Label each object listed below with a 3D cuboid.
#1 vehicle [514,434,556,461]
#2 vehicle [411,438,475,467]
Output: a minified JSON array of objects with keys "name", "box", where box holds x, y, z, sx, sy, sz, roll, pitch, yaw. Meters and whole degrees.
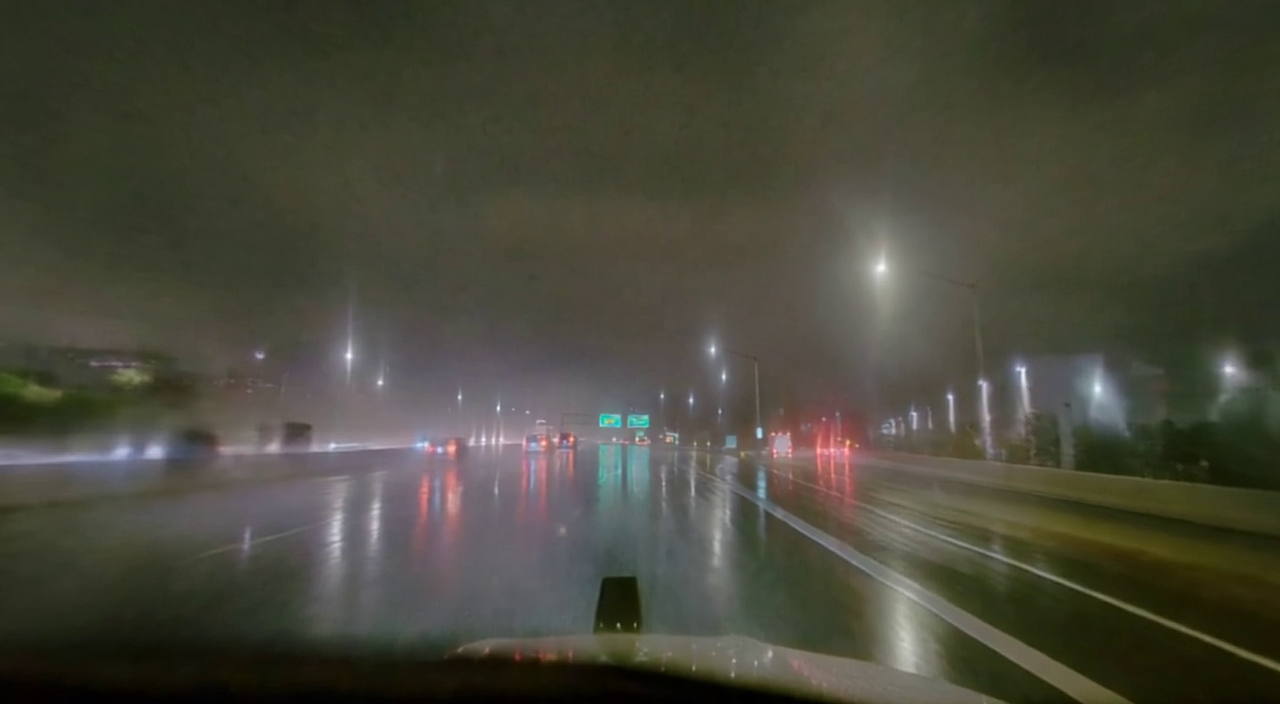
[{"name":"vehicle","box":[-6.741,6.154,40.704,1.979,1.646,4.096,0,-7,0]},{"name":"vehicle","box":[-10.289,5.251,33.168,1.976,1.413,4.088,0,-7,1]}]
